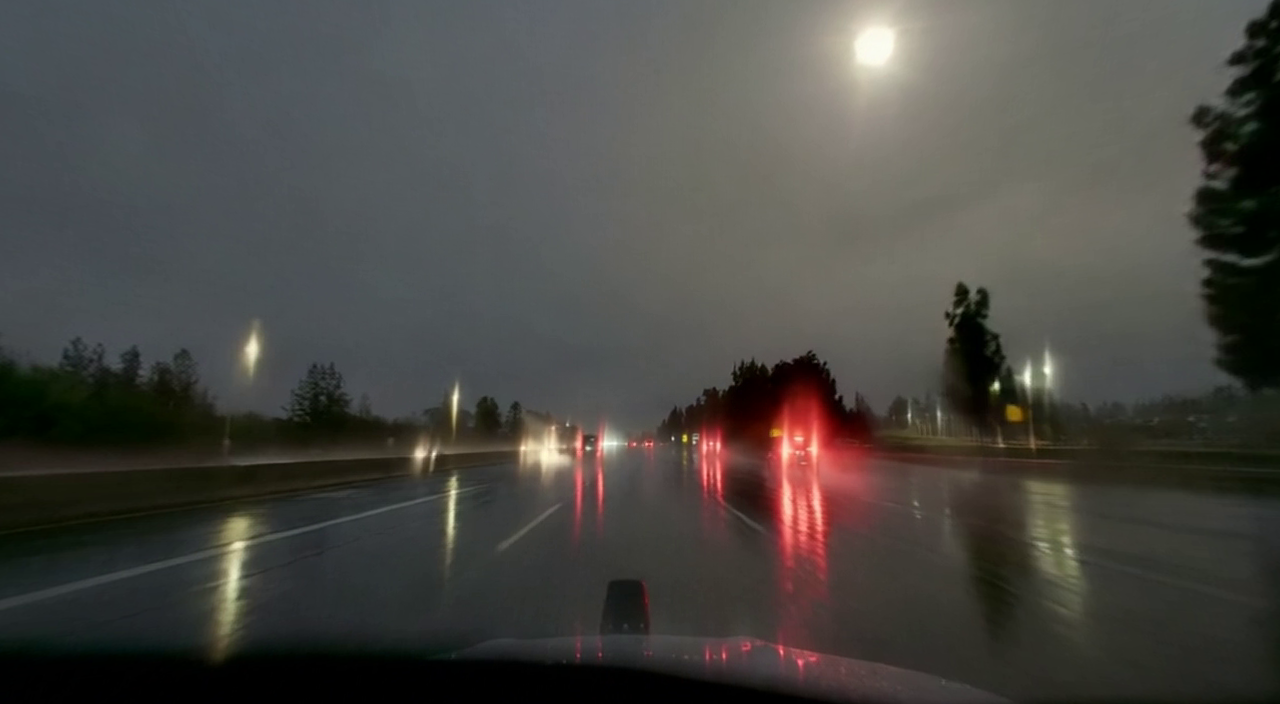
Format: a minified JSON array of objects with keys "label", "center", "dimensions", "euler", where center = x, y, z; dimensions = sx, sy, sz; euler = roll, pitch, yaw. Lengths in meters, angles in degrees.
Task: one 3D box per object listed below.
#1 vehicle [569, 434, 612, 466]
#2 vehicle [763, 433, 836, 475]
[{"label":"vehicle","center":[-3.266,6.589,42.540],"dimensions":[2.453,1.952,5.320],"euler":[0,-8,0]},{"label":"vehicle","center":[7.026,4.539,28.264],"dimensions":[2.063,1.706,4.259],"euler":[0,-8,-1]}]
